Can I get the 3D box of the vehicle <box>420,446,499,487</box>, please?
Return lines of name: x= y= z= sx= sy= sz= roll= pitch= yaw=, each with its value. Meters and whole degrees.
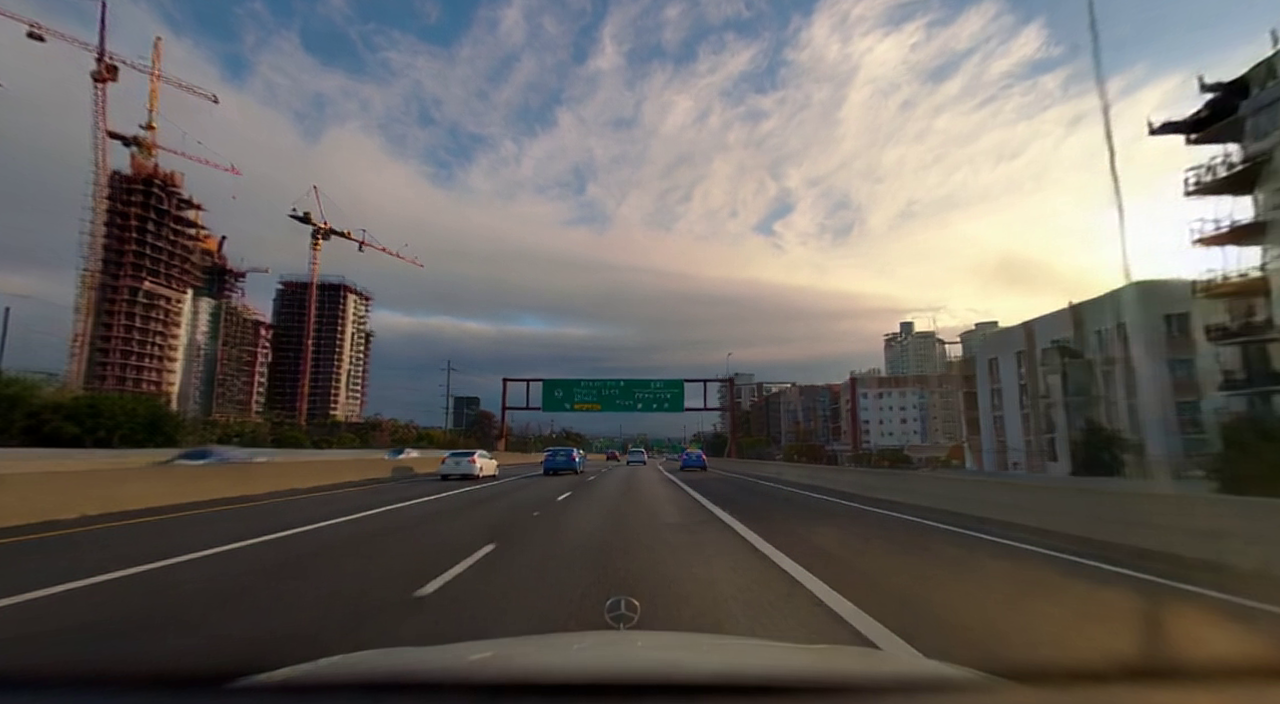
vehicle: x=-7.383 y=4.701 z=26.256 sx=1.951 sy=1.528 sz=4.209 roll=0 pitch=-8 yaw=1

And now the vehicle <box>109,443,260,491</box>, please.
vehicle: x=-16.373 y=4.116 z=23.120 sx=1.984 sy=1.539 sz=4.752 roll=0 pitch=-8 yaw=0

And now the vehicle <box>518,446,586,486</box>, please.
vehicle: x=-3.562 y=4.717 z=26.486 sx=2.136 sy=1.512 sz=4.488 roll=0 pitch=-8 yaw=1

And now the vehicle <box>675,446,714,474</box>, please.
vehicle: x=3.312 y=6.667 z=39.313 sx=1.978 sy=1.602 sz=4.092 roll=0 pitch=-8 yaw=-1
